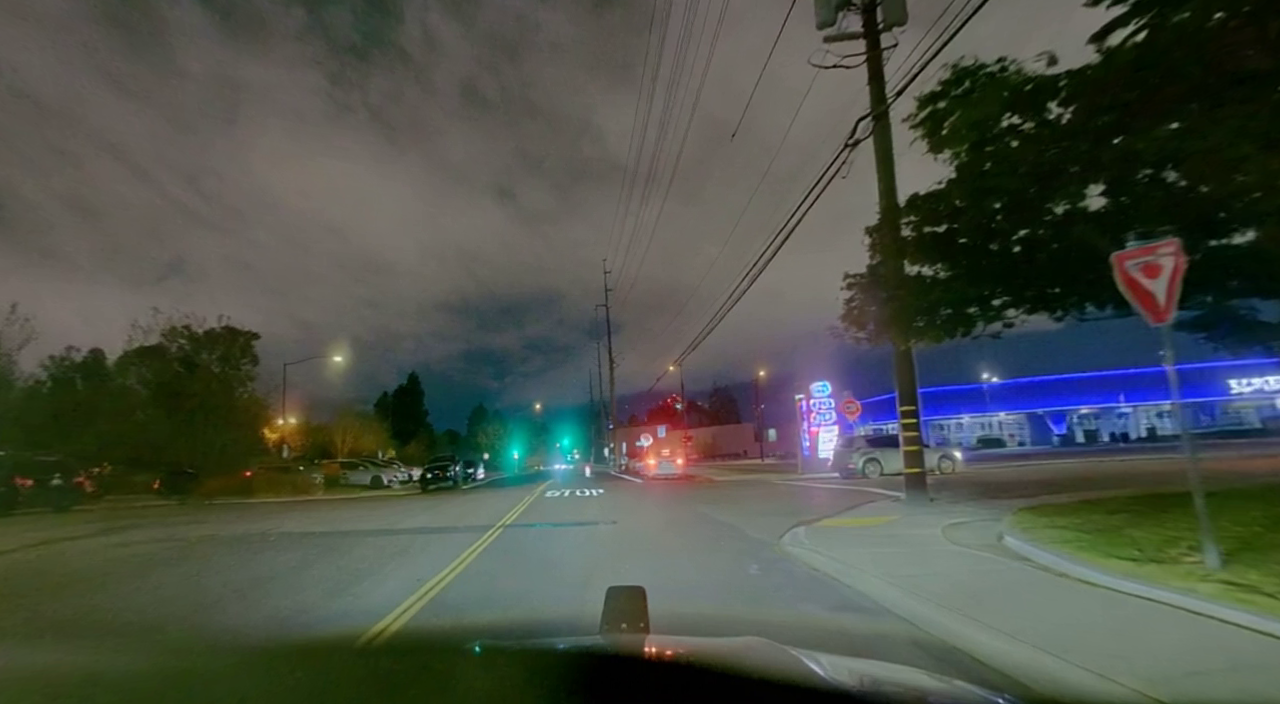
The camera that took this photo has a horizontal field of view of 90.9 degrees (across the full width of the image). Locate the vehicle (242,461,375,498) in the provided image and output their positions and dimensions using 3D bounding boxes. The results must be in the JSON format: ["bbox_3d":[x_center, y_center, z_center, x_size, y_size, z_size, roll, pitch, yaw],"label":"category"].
[{"bbox_3d":[-15.127,5.829,29.032,4.968,1.493,1.961,1,-8,-9],"label":"vehicle"}]

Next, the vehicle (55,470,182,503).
[{"bbox_3d":[-27.010,6.957,32.776,4.660,1.488,1.930,1,-9,-8],"label":"vehicle"}]

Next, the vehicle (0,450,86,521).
[{"bbox_3d":[-16.015,3.395,16.526,2.010,1.630,4.139,7,-11,-40],"label":"vehicle"}]

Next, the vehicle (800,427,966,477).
[{"bbox_3d":[8.734,3.584,22.848,5.255,1.688,1.994,1,-8,-11],"label":"vehicle"}]

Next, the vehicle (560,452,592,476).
[{"bbox_3d":[-4.554,7.878,44.558,2.033,1.464,4.645,1,-8,-8],"label":"vehicle"}]

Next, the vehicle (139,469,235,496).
[{"bbox_3d":[-27.516,7.918,38.373,4.276,1.452,1.803,1,-9,-9],"label":"vehicle"}]

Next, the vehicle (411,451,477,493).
[{"bbox_3d":[-9.267,5.667,30.306,2.146,1.775,5.117,1,-8,-7],"label":"vehicle"}]

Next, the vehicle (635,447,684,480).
[{"bbox_3d":[0.848,5.350,30.630,1.840,1.452,4.517,1,-8,-5],"label":"vehicle"}]
